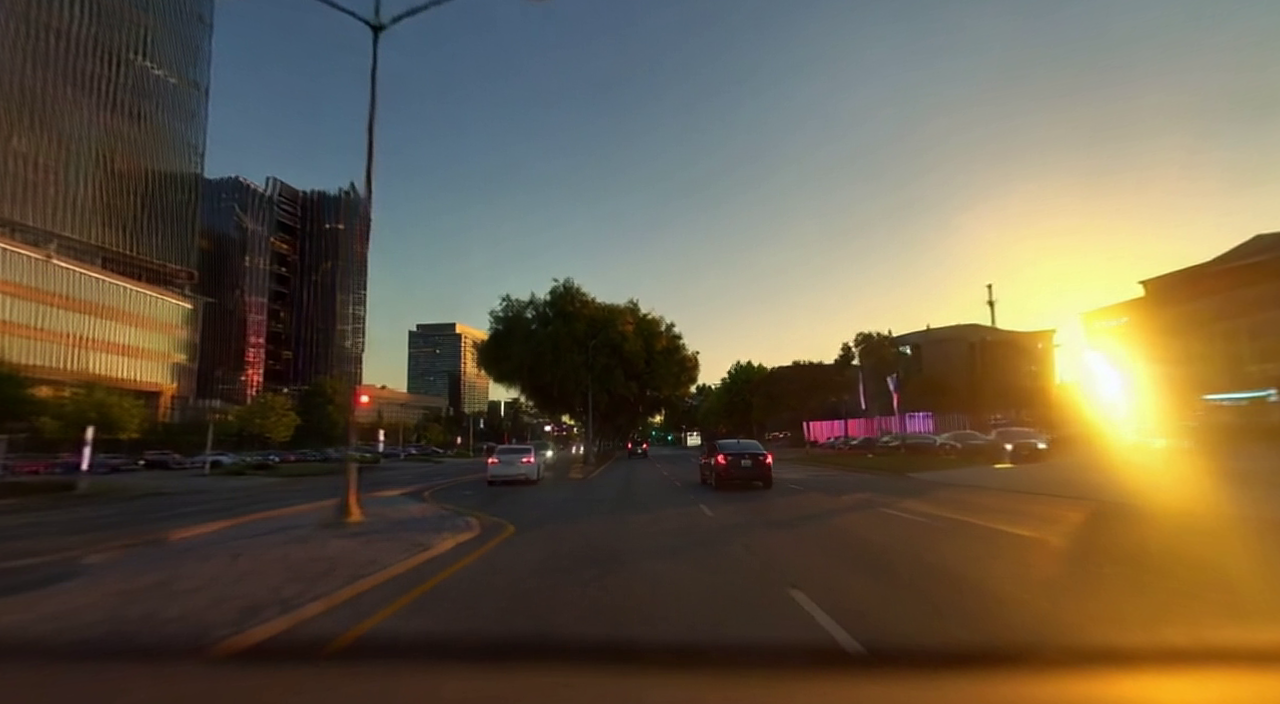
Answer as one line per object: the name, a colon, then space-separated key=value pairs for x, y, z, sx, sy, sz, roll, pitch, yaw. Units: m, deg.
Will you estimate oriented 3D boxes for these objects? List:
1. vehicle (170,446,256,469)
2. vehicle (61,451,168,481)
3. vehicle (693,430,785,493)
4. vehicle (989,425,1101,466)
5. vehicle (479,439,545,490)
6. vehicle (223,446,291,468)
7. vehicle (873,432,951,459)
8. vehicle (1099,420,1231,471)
vehicle: x=-29.728 y=7.324 z=44.052 sx=4.500 sy=1.559 sz=2.001 roll=0 pitch=-8 yaw=1
vehicle: x=-28.341 y=6.131 z=34.090 sx=4.717 sy=1.485 sz=1.926 roll=-2 pitch=-9 yaw=14
vehicle: x=2.866 y=3.287 z=19.275 sx=1.963 sy=1.677 sz=4.229 roll=0 pitch=-8 yaw=-2
vehicle: x=18.156 y=4.168 z=28.331 sx=4.446 sy=1.692 sz=2.184 roll=4 pitch=-10 yaw=-28
vehicle: x=-4.241 y=3.787 z=21.474 sx=1.905 sy=1.471 sz=4.302 roll=-1 pitch=-9 yaw=-8
vehicle: x=-30.064 y=8.253 z=49.624 sx=3.990 sy=1.569 sz=2.071 roll=-1 pitch=-9 yaw=-2
vehicle: x=17.543 y=6.008 z=40.695 sx=4.591 sy=1.645 sz=1.914 roll=4 pitch=-9 yaw=-24
vehicle: x=18.851 y=3.343 z=22.653 sx=4.524 sy=1.653 sz=2.109 roll=5 pitch=-10 yaw=-30
